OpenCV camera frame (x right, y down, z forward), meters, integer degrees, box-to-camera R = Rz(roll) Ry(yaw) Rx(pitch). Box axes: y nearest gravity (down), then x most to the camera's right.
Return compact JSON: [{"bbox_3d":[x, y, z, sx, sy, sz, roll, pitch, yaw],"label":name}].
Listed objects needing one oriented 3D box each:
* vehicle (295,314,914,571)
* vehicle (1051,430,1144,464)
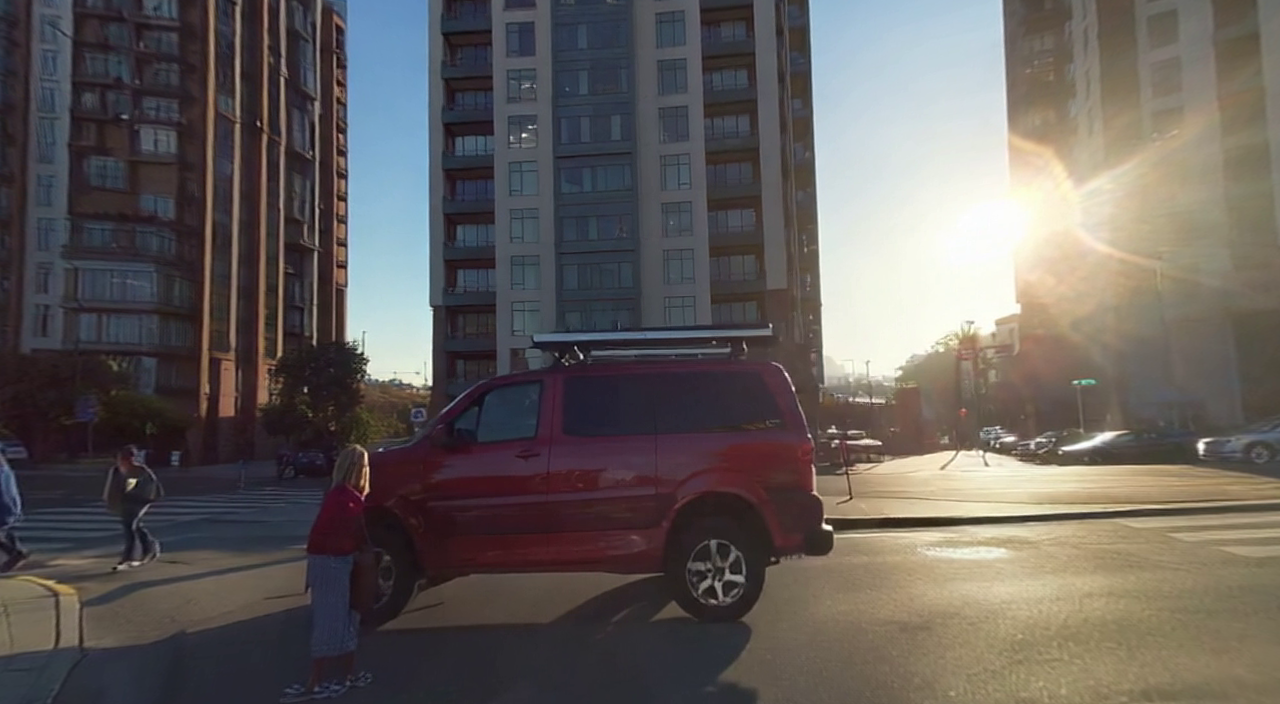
[{"bbox_3d":[-0.447,1.182,8.386,6.932,2.753,2.446,-1,-9,6],"label":"vehicle"},{"bbox_3d":[24.526,5.119,33.928,3.827,1.677,1.898,-6,-10,33],"label":"vehicle"}]
